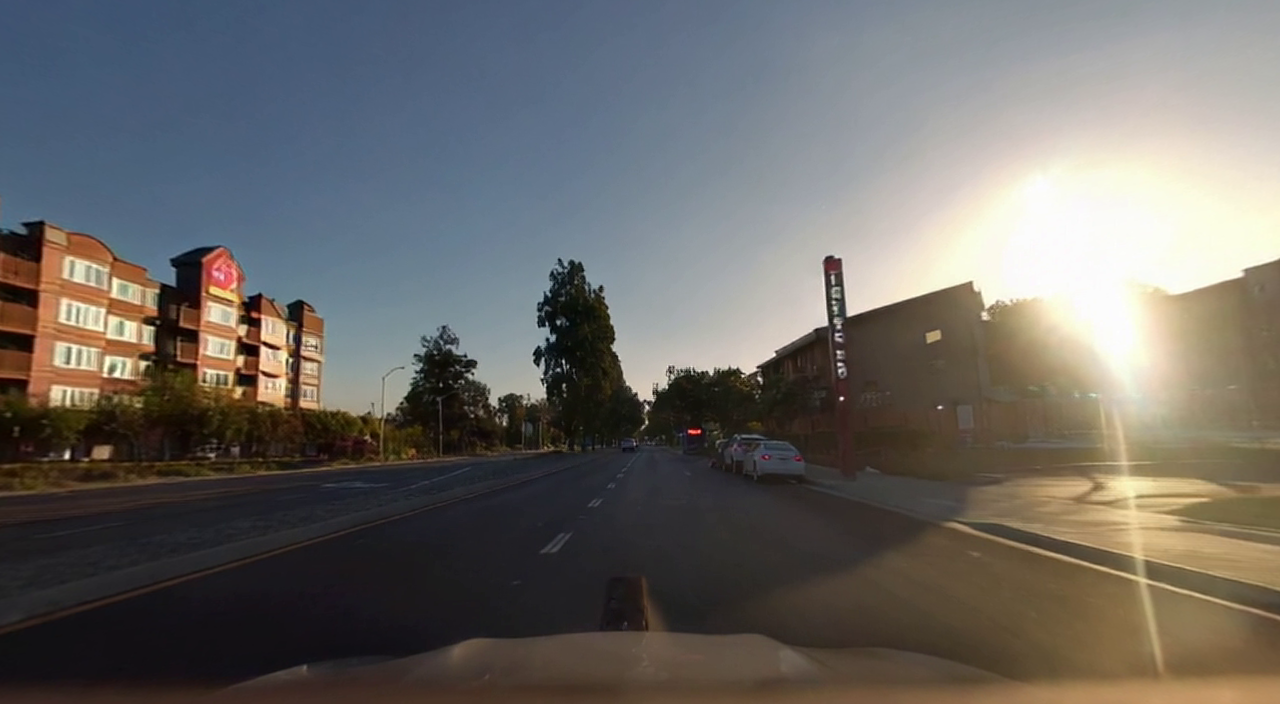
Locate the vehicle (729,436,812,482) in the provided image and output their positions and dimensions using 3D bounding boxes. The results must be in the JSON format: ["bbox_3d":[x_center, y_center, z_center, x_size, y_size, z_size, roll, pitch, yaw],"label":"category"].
[{"bbox_3d":[4.700,3.930,23.557,2.085,1.509,5.134,0,-8,1],"label":"vehicle"}]
